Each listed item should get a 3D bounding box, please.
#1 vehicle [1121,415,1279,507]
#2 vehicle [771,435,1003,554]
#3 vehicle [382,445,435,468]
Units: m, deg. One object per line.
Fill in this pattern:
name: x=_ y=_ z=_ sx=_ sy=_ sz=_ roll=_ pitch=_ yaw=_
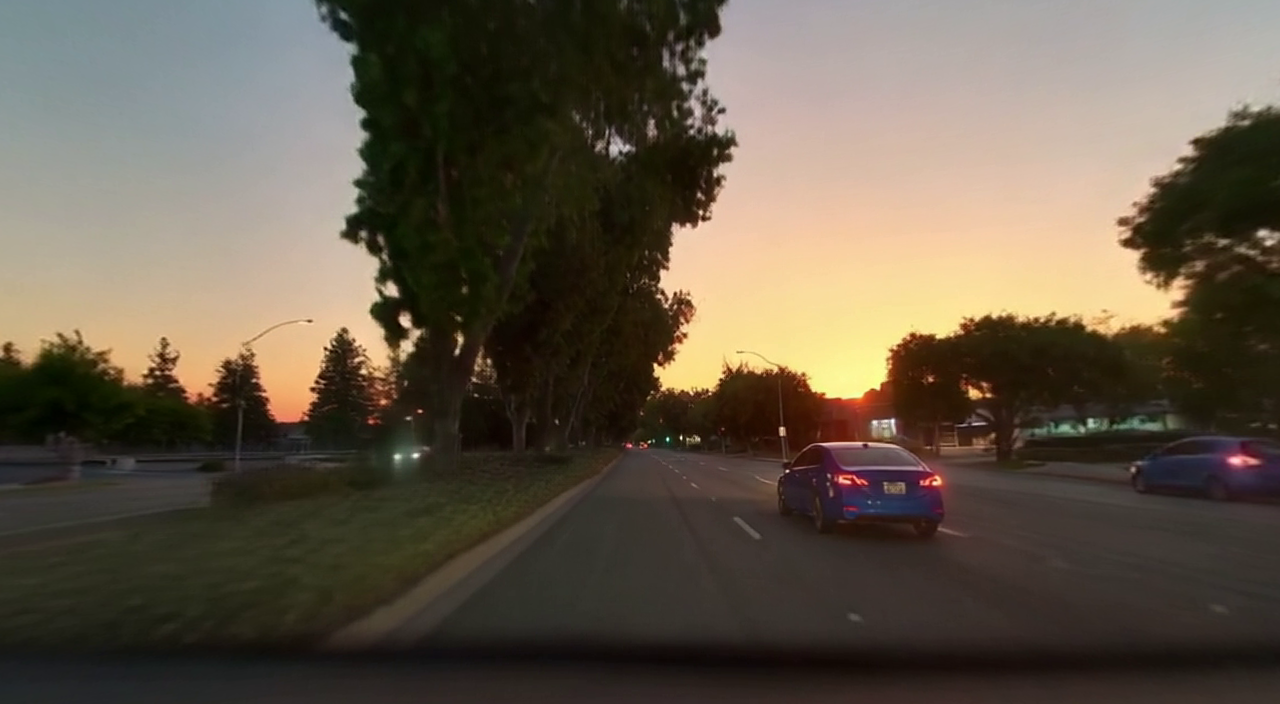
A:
vehicle: x=17.184 y=3.073 z=18.284 sx=2.868 sy=2.233 sz=6.035 roll=-2 pitch=-9 yaw=14
vehicle: x=3.548 y=2.105 z=10.110 sx=1.950 sy=1.473 sz=4.259 roll=0 pitch=-8 yaw=0
vehicle: x=-16.280 y=7.329 z=44.660 sx=1.993 sy=1.511 sz=4.798 roll=0 pitch=-8 yaw=-1
